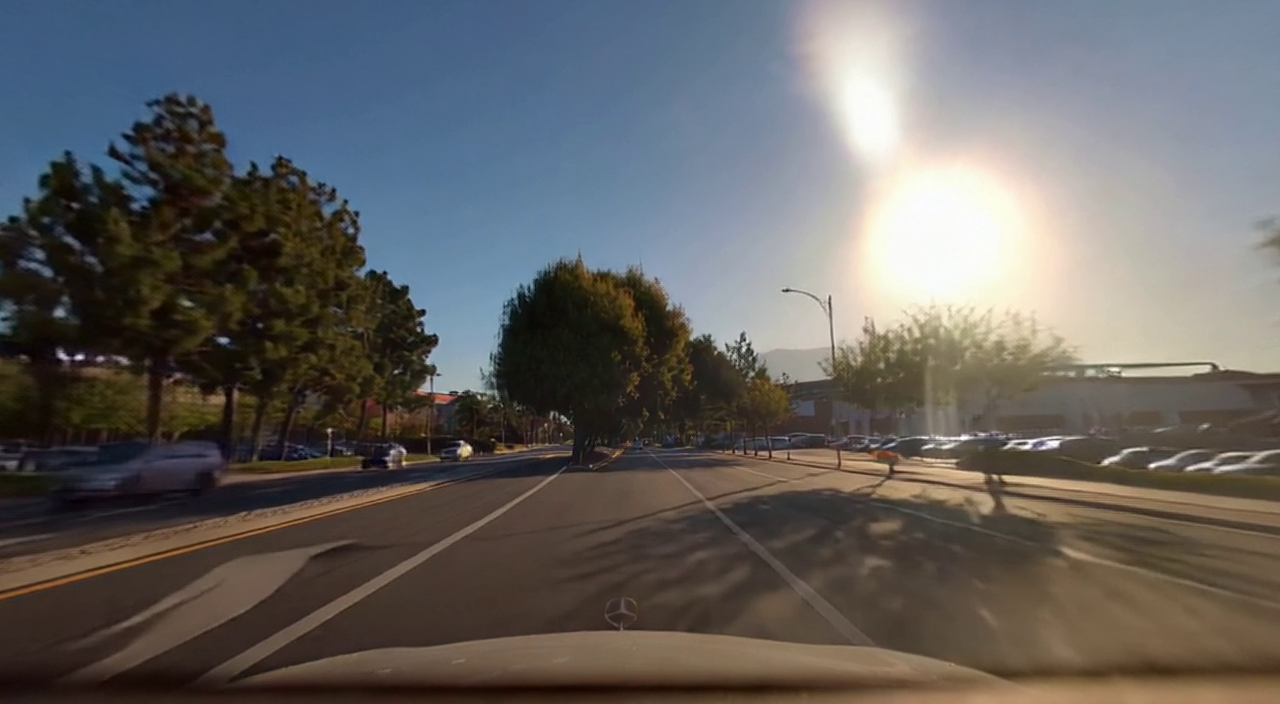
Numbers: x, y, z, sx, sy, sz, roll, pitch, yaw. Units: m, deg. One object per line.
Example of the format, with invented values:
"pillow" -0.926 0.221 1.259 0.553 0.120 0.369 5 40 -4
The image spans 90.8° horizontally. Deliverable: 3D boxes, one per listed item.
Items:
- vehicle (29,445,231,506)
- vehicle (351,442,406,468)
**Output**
"vehicle" -14.263 3.429 18.160 1.950 1.505 4.733 0 -8 -2
"vehicle" -17.850 7.045 43.370 1.977 1.664 4.562 0 -8 -2
